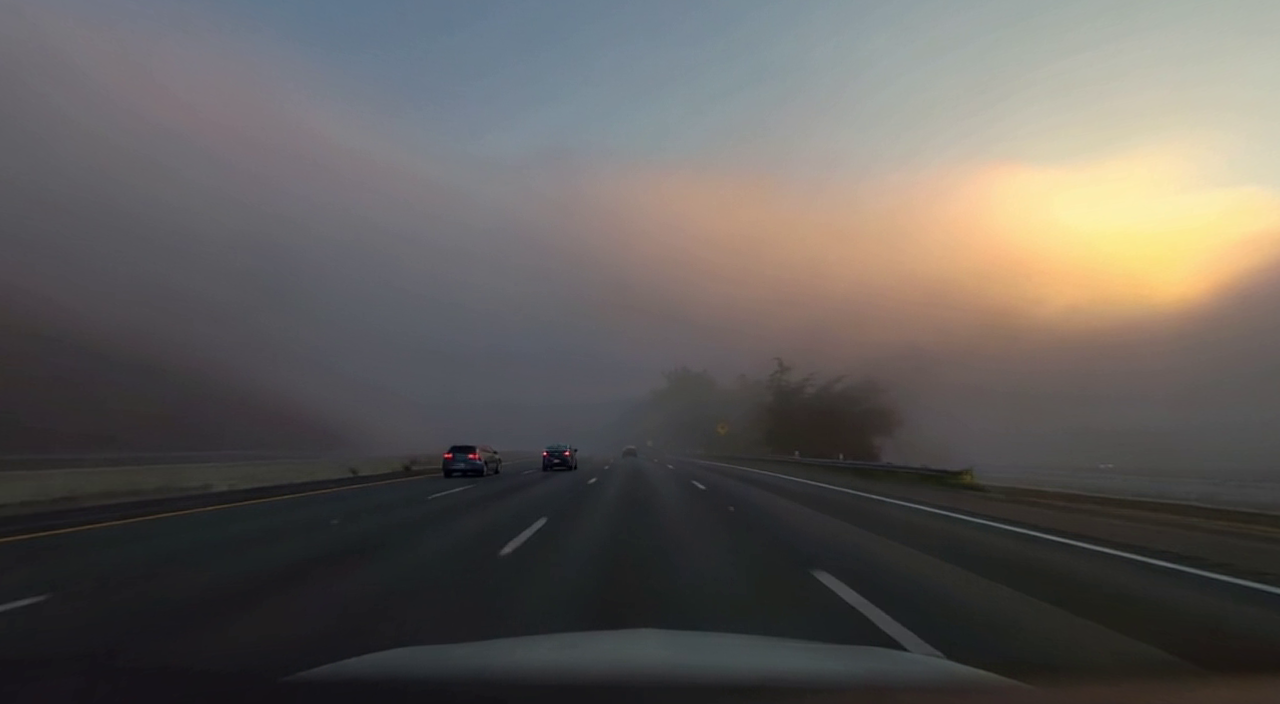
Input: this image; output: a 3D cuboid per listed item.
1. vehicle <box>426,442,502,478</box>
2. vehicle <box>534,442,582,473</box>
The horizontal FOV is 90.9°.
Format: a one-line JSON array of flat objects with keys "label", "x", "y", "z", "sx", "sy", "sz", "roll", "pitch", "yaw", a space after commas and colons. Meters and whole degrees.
[{"label": "vehicle", "x": -7.731, "y": 4.764, "z": 28.215, "sx": 2.038, "sy": 1.463, "sz": 4.656, "roll": 0, "pitch": -8, "yaw": 0}, {"label": "vehicle", "x": -4.069, "y": 5.311, "z": 31.943, "sx": 1.936, "sy": 1.465, "sz": 4.060, "roll": 0, "pitch": -8, "yaw": 0}]
